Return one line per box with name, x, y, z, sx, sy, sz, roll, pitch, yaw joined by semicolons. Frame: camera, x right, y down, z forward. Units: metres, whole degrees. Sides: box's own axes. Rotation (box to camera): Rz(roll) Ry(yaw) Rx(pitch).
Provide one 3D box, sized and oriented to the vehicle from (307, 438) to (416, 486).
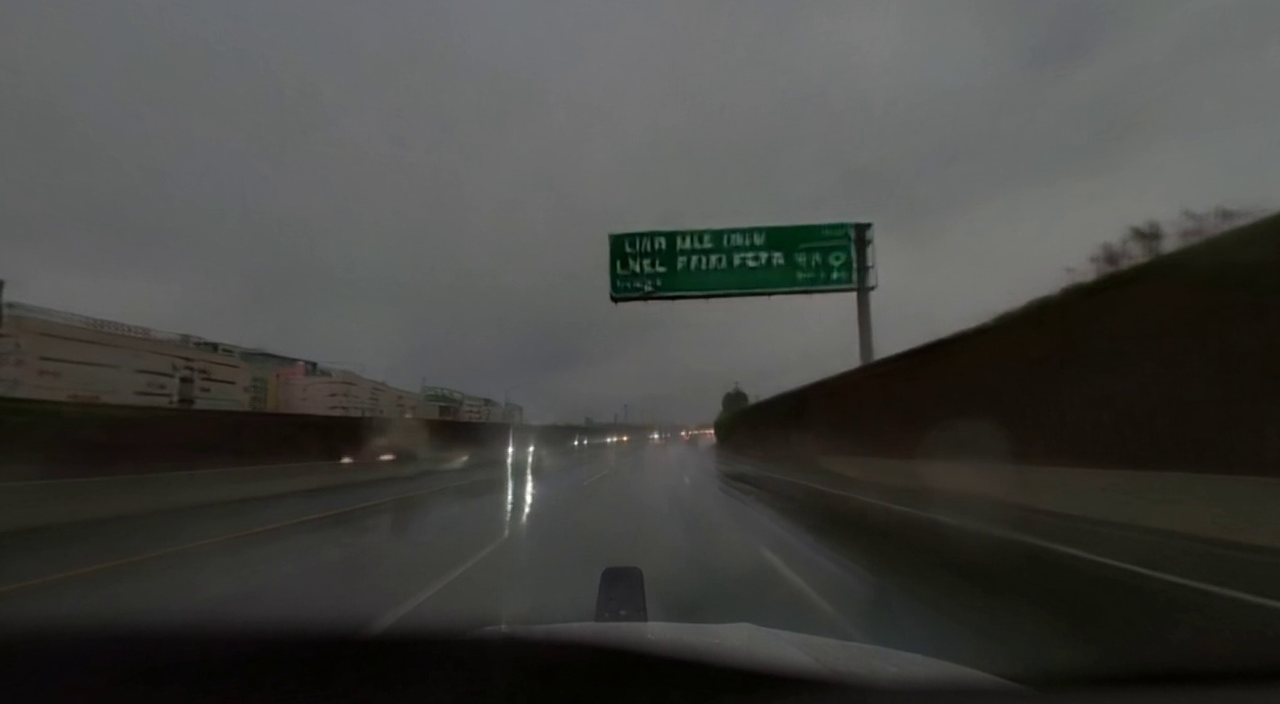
vehicle;-10.652;4.226;24.577;2.047;1.679;4.692;0;-8;1
